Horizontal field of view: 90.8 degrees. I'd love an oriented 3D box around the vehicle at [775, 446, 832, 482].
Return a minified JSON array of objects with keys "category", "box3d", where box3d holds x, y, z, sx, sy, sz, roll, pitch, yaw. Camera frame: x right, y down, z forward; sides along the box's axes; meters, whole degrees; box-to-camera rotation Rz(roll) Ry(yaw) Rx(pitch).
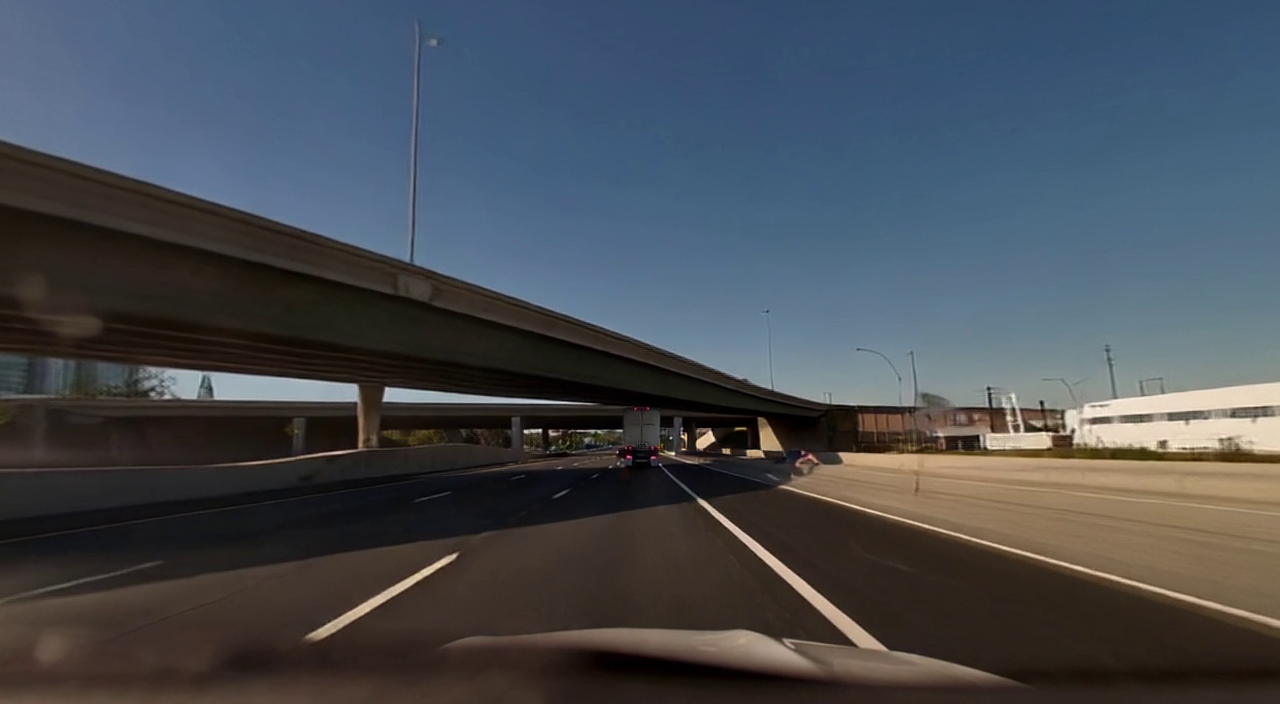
[{"category":"vehicle","box3d":[7.372,5.049,28.718,1.660,1.497,3.594,0,-9,1]}]
